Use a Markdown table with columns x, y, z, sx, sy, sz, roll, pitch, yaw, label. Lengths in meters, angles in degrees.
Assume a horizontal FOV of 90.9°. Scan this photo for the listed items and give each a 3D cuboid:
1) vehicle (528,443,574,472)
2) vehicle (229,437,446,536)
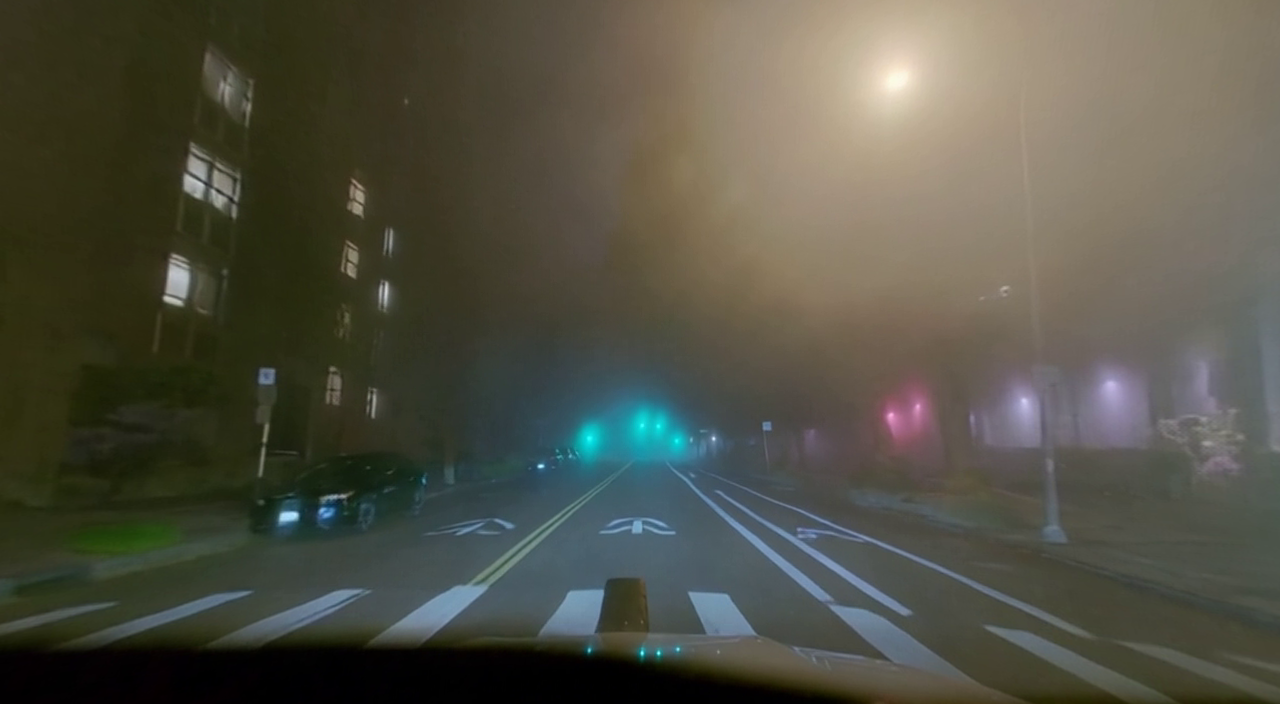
| x | y | z | sx | sy | sz | roll | pitch | yaw | label |
| --- | --- | --- | --- | --- | --- | --- | --- | --- | --- |
| -5.531 | 6.598 | 39.771 | 2.147 | 1.701 | 4.879 | 0 | -8 | 1 | vehicle |
| -5.874 | 2.633 | 13.089 | 2.223 | 1.658 | 4.621 | 0 | -8 | 0 | vehicle |
